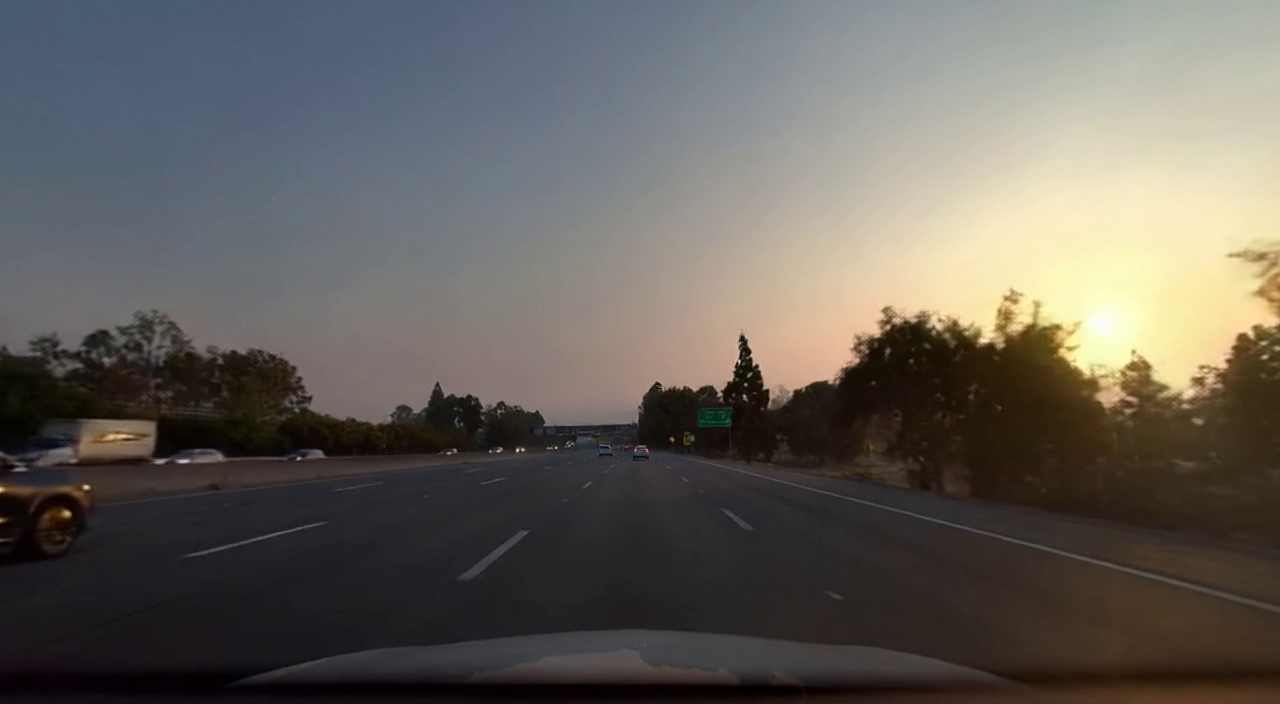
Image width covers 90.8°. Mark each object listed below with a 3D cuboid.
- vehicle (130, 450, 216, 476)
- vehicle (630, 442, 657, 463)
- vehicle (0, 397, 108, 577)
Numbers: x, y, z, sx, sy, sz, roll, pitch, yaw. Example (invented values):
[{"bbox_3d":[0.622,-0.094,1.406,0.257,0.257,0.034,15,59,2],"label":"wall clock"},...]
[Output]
[{"bbox_3d":[-28.671,6.811,38.959,1.811,1.490,4.570,0,-8,0],"label":"vehicle"},{"bbox_3d":[0.247,7.651,48.369,2.021,1.528,4.154,0,-8,-1],"label":"vehicle"},{"bbox_3d":[-7.527,1.198,5.208,2.032,1.808,4.776,0,-8,1],"label":"vehicle"}]
